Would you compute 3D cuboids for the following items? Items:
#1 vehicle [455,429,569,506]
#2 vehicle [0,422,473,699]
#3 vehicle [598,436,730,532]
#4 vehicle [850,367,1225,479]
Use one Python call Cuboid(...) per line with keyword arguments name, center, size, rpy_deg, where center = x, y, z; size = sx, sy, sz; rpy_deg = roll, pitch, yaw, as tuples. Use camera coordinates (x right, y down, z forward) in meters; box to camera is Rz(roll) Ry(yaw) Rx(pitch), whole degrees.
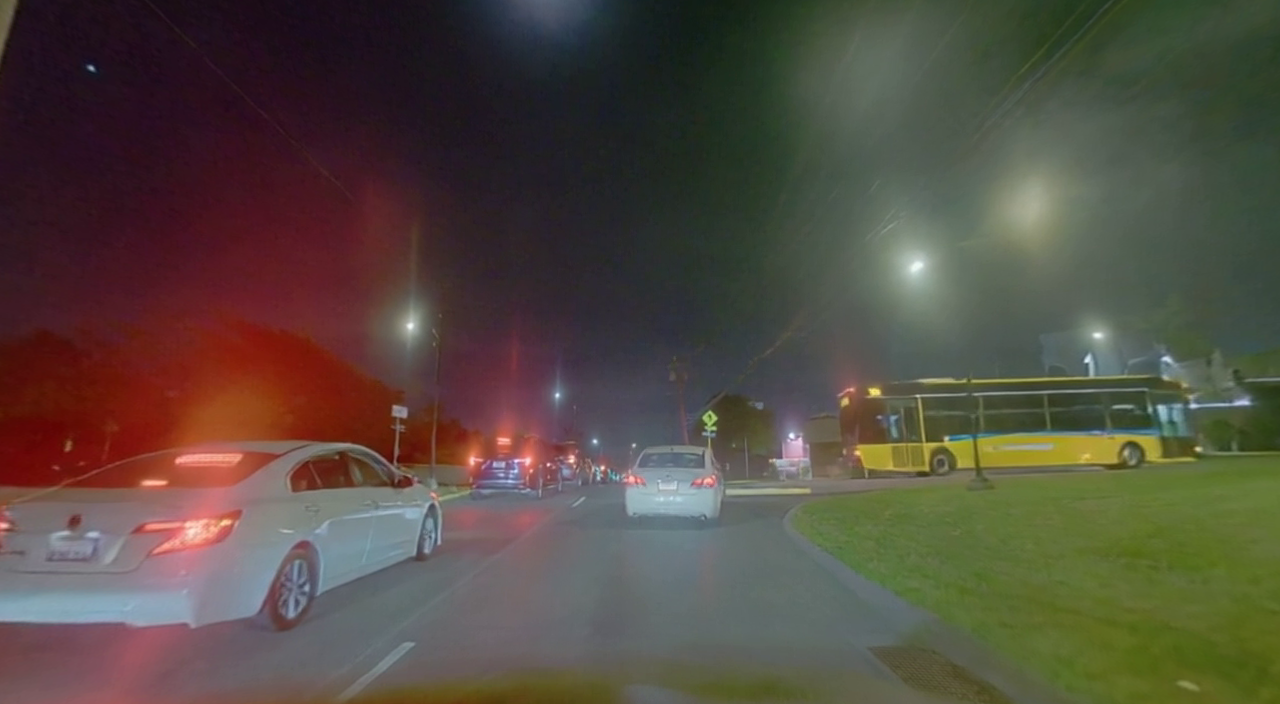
Cuboid(name="vehicle", center=(-3.242, 3.034, 17.026), size=(2.017, 1.761, 4.572), rpy_deg=(0, -8, 1))
Cuboid(name="vehicle", center=(-3.332, 1.480, 5.821), size=(1.953, 1.480, 4.522), rpy_deg=(-1, -8, 6))
Cuboid(name="vehicle", center=(0.630, 2.366, 11.912), size=(2.020, 1.478, 3.922), rpy_deg=(-1, -9, 9))
Cuboid(name="vehicle", center=(12.264, 2.294, 20.181), size=(9.977, 3.303, 2.948), rpy_deg=(0, -8, -2))
